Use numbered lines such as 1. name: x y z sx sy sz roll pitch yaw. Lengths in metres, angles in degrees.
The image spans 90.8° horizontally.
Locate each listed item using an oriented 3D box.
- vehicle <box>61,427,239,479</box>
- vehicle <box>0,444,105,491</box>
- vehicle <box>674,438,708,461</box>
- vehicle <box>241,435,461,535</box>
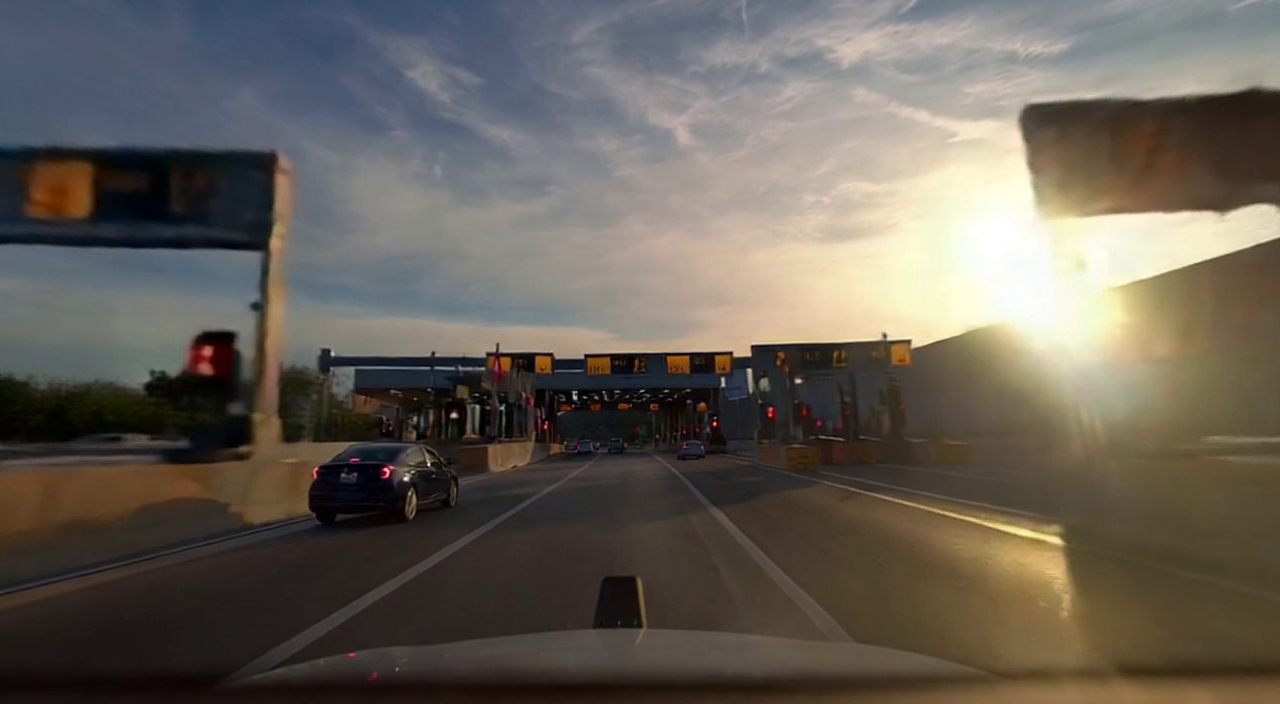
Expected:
1. vehicle: -21.327 4.390 27.759 2.303 2.005 5.709 -8 -11 42
2. vehicle: -21.007 3.757 20.692 1.966 1.470 4.933 -7 -11 39
3. vehicle: 3.854 7.506 48.822 2.072 1.639 4.919 0 -8 -1
4. vehicle: -4.951 2.309 11.656 1.981 1.465 4.334 0 -8 0
